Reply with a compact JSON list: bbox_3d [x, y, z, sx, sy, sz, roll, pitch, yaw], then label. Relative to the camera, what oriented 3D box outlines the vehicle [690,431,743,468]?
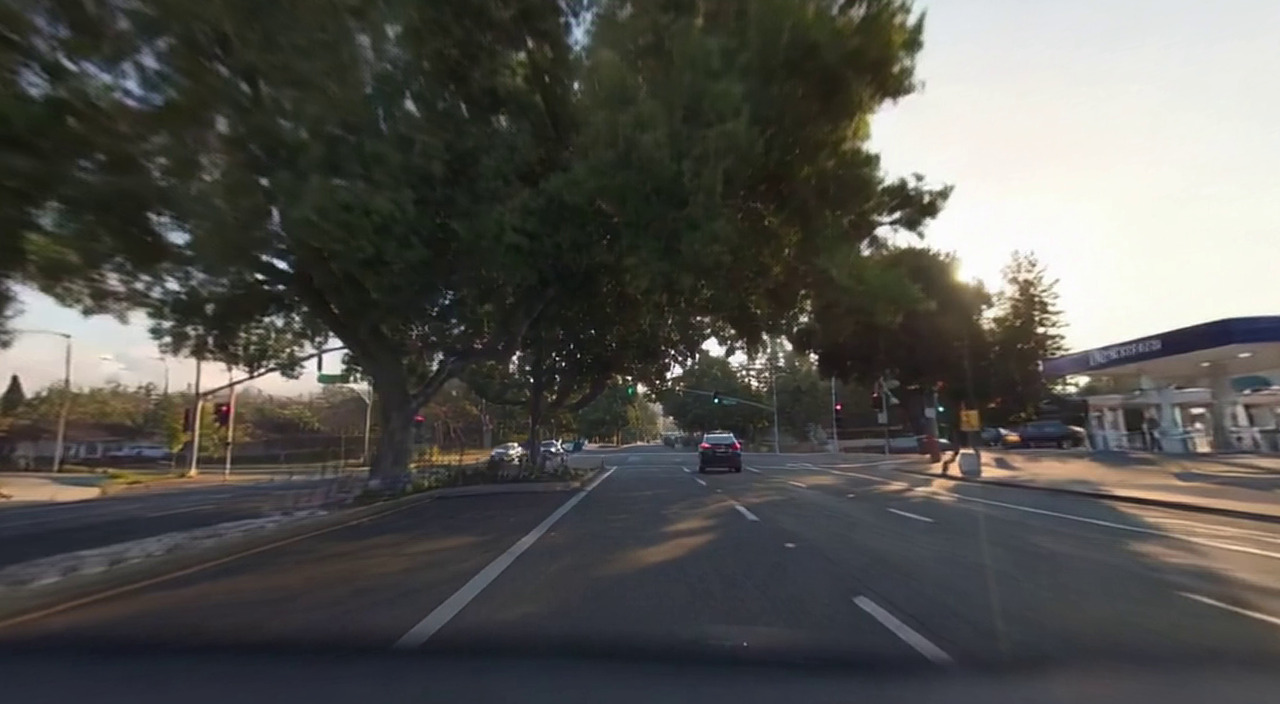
[{"bbox_3d":[3.747,4.902,31.544,2.090,1.717,4.063,0,-8,-1],"label":"vehicle"}]
